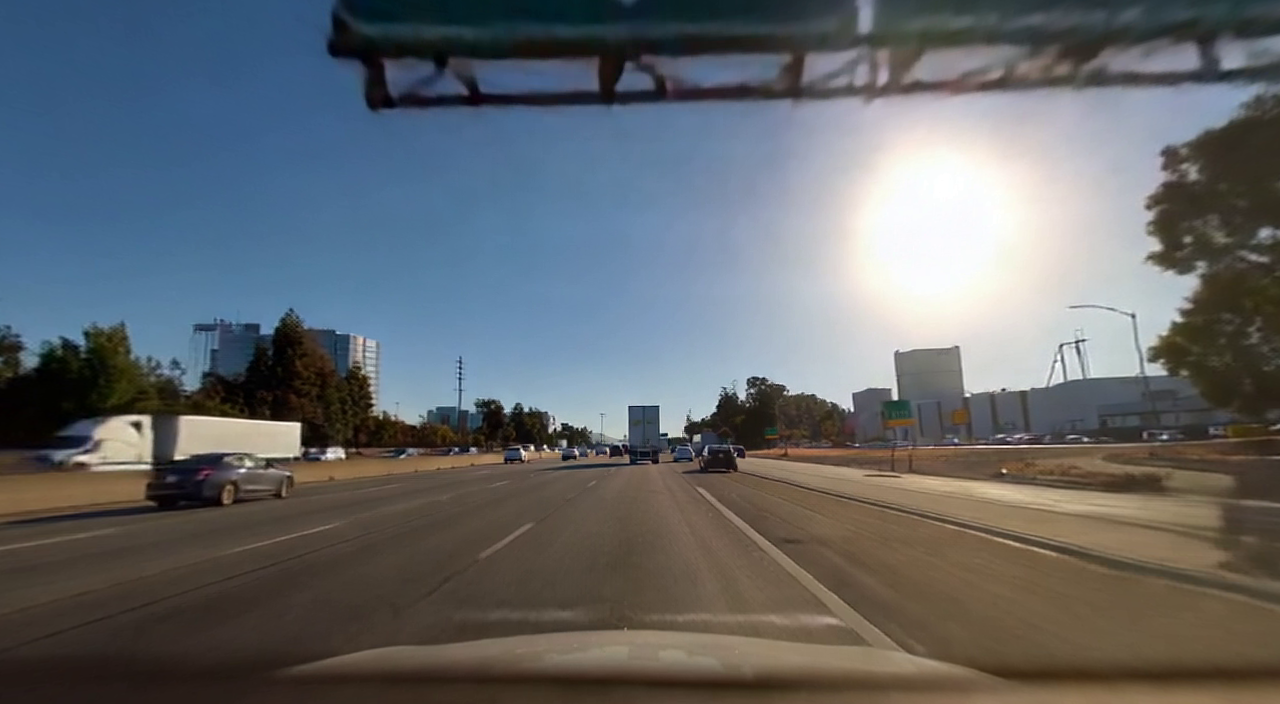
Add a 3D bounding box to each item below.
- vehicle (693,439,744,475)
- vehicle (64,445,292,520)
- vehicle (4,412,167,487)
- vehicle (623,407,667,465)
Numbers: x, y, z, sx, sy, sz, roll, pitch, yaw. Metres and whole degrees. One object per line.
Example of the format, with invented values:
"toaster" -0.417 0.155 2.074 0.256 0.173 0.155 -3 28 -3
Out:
"vehicle" 4.016 5.485 33.034 2.107 1.707 4.445 0 -9 0
"vehicle" -10.814 3.045 15.299 2.015 1.521 4.550 0 -9 1
"vehicle" -31.124 5.533 35.835 3.006 3.815 6.541 0 -9 1
"vehicle" 0.537 6.515 47.957 3.012 3.928 10.262 0 -9 2
